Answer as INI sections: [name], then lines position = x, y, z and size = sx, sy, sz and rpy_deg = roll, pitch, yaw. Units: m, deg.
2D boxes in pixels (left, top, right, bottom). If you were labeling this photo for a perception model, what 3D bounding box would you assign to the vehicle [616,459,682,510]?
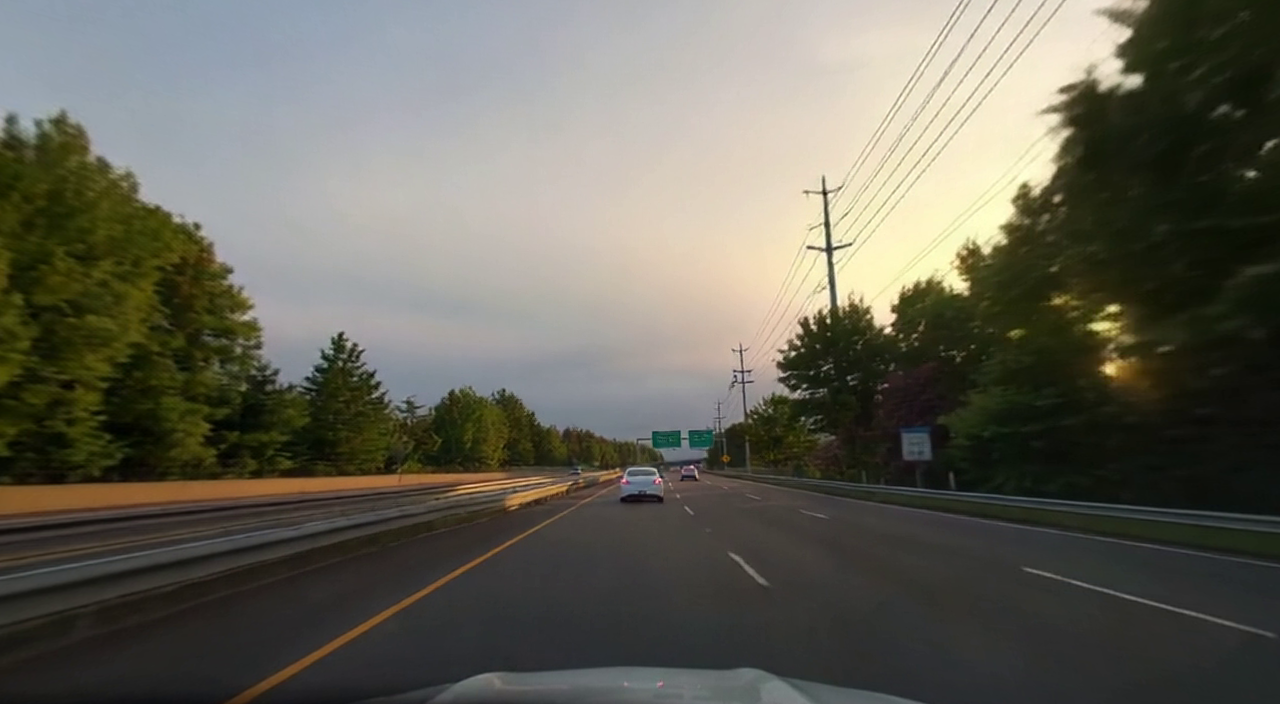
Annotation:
[vehicle]
position = 0.280, 4.354, 20.959
size = 1.987, 1.480, 3.786
rpy_deg = 1, -10, 0
